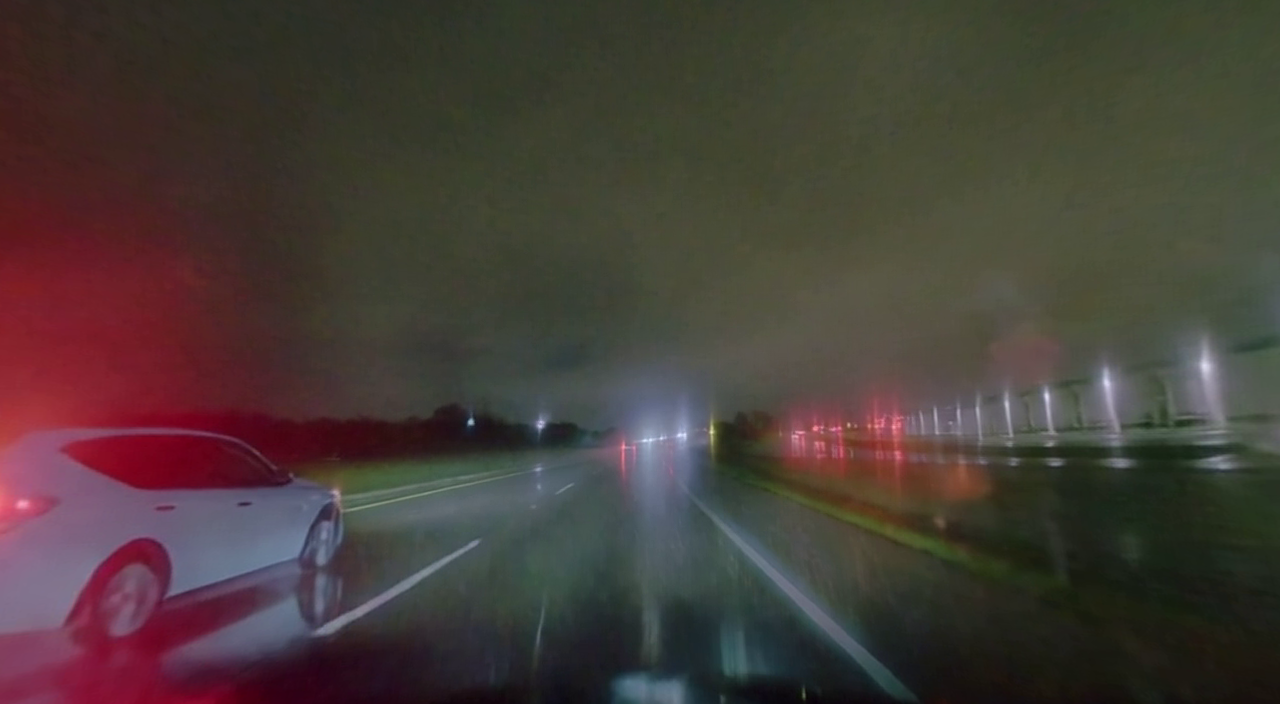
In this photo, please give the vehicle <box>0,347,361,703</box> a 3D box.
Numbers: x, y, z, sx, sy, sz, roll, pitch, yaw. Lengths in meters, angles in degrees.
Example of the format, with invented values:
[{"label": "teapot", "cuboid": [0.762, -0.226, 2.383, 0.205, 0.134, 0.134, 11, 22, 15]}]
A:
[{"label": "vehicle", "cuboid": [-4.165, 1.082, 4.406, 2.193, 1.771, 4.757, 0, -9, 1]}]
